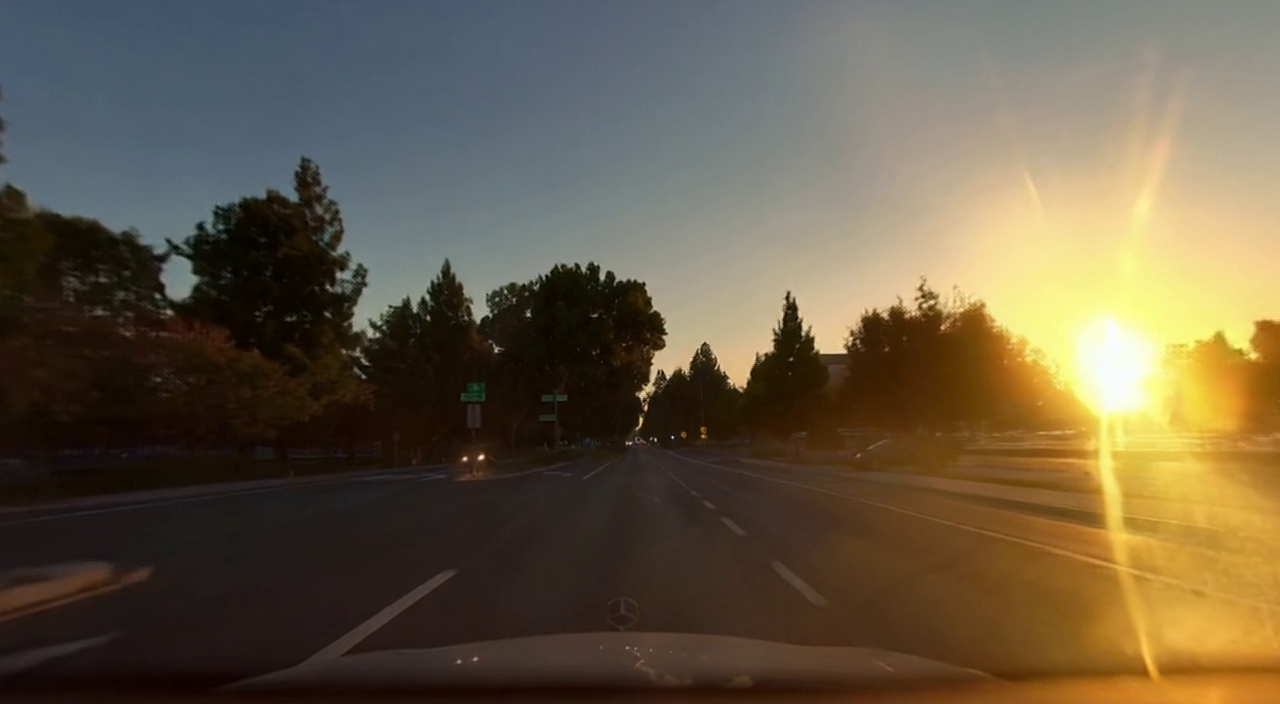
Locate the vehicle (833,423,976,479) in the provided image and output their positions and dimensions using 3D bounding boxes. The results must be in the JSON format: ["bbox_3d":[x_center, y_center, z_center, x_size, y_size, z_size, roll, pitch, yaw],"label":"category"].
[{"bbox_3d":[12.380,4.631,29.889,5.581,1.926,2.324,-6,-7,0],"label":"vehicle"}]
